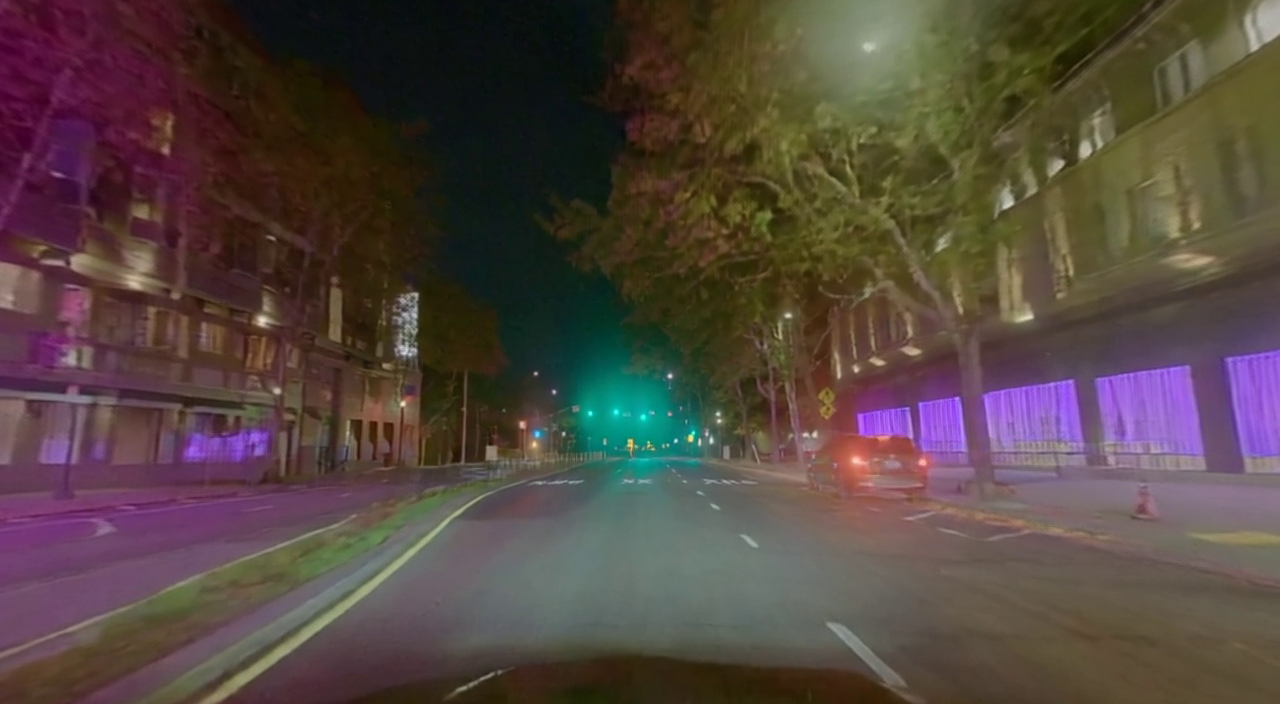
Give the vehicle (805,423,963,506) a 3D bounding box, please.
[{"bbox_3d":[6.260,2.962,17.008,2.112,1.894,4.910,1,-8,-2],"label":"vehicle"}]
